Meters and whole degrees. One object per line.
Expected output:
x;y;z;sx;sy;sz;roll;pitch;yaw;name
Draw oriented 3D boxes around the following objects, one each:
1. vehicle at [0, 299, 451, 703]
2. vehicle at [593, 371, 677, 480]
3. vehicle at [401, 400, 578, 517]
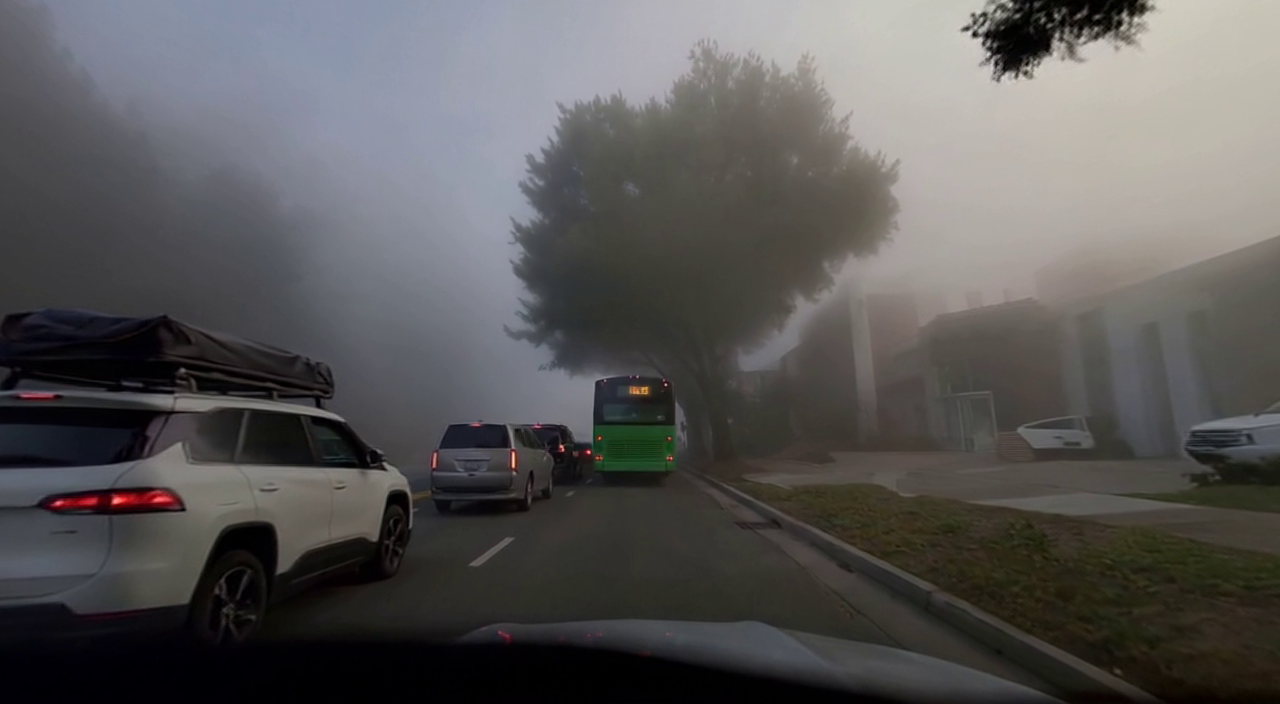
-3.378;1.085;5.116;2.095;1.892;5.043;0;-9;0;vehicle
-0.220;3.507;28.636;2.970;3.857;12.200;0;-9;0;vehicle
-3.060;2.405;14.636;2.546;2.125;5.869;0;-9;1;vehicle
